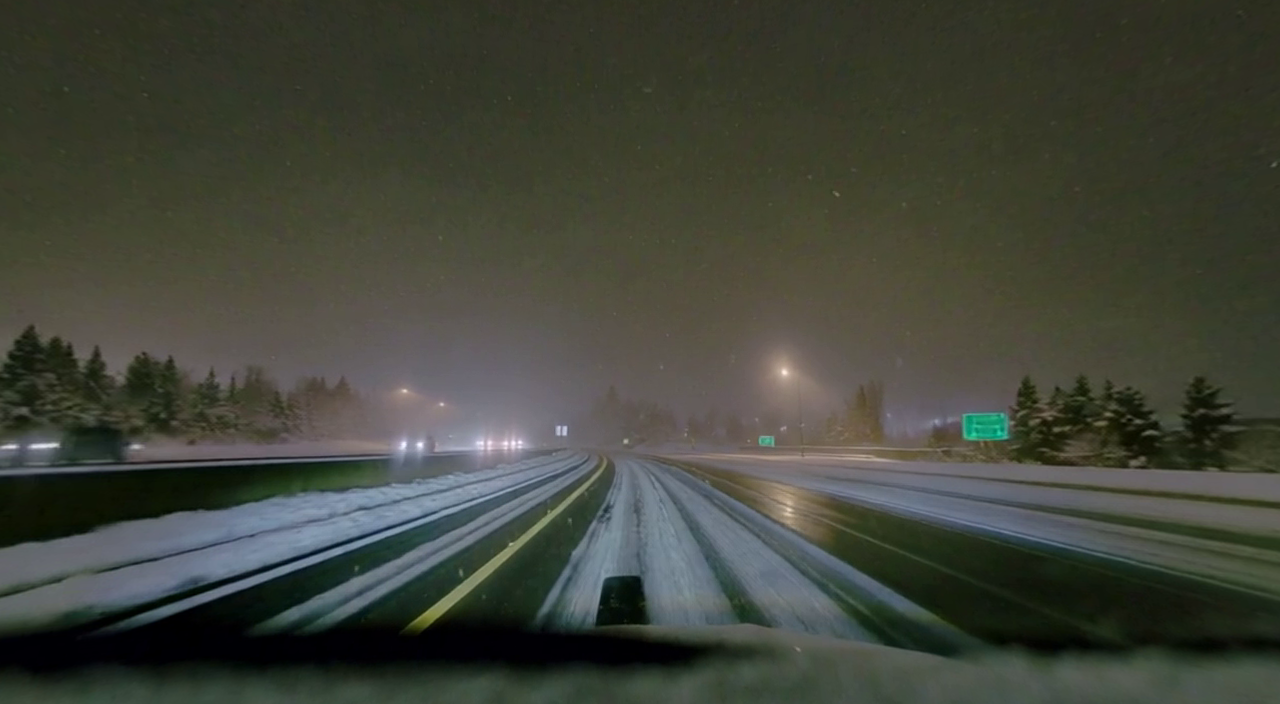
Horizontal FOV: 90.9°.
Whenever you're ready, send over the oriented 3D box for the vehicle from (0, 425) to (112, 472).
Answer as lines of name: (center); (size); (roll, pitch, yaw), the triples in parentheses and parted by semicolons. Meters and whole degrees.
vehicle: (-24.520, 3.931, 25.631); (2.128, 1.717, 4.624); (0, -9, -1)
